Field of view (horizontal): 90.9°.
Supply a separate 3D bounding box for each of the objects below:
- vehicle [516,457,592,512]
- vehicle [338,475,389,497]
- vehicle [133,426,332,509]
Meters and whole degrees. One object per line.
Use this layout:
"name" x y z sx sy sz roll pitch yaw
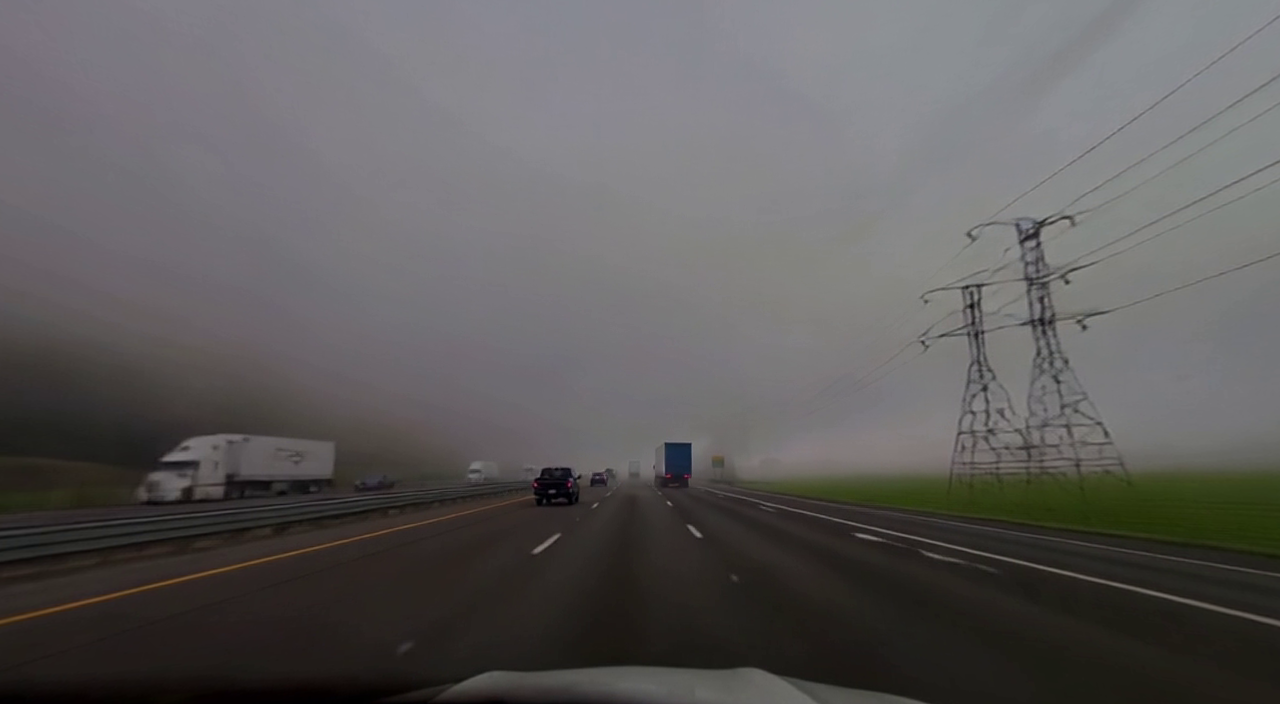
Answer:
"vehicle" -2.964 4.720 22.659 2.065 1.722 4.441 1 -11 0
"vehicle" -19.563 9.473 44.730 1.772 1.422 3.952 1 -11 0
"vehicle" -24.071 7.172 39.068 2.885 4.090 14.510 1 -11 -1
